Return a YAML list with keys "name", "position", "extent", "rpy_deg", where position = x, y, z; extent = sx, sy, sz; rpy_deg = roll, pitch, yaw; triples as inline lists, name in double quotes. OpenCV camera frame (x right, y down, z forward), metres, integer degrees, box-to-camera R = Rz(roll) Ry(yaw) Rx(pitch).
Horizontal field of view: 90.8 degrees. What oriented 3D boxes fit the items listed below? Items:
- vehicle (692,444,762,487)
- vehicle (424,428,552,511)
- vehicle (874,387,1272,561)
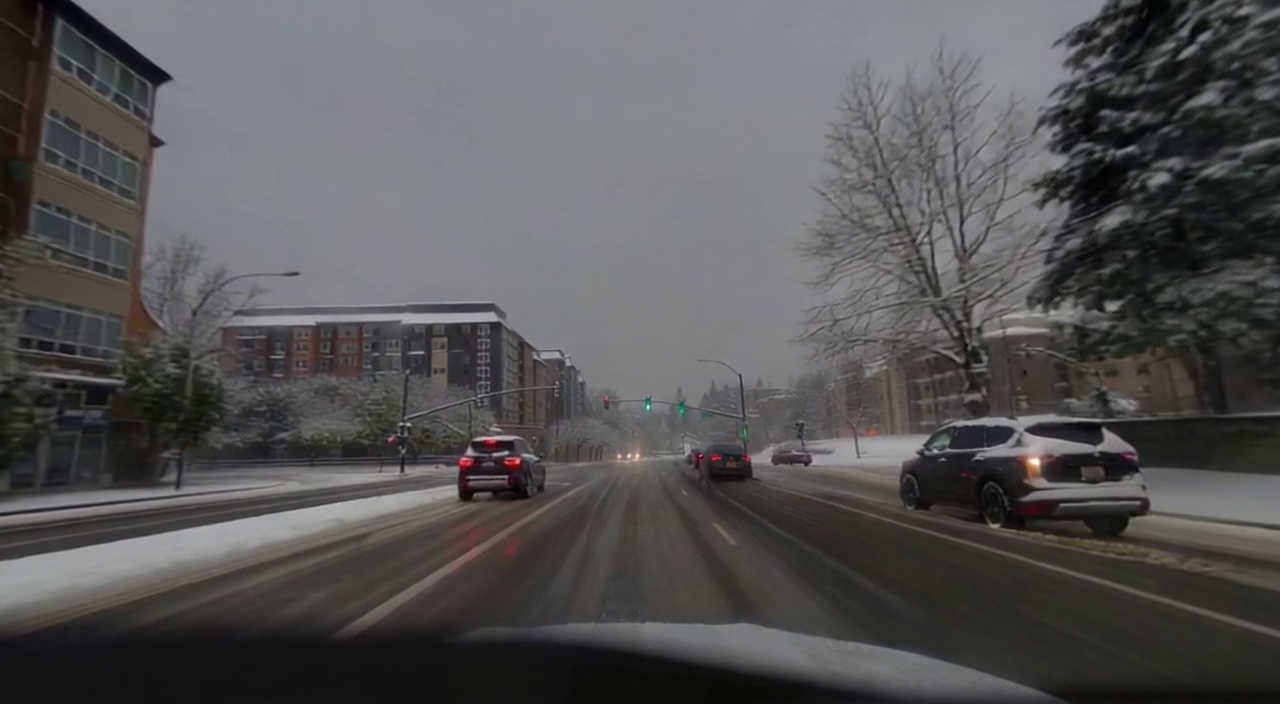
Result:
- name: "vehicle"
  position: [3.238, 4.353, 24.462]
  extent: [2.003, 1.480, 4.494]
  rpy_deg: [0, -9, -1]
- name: "vehicle"
  position: [-3.488, 2.793, 15.415]
  extent: [2.065, 1.716, 4.265]
  rpy_deg: [0, -9, -1]
- name: "vehicle"
  position: [6.118, 1.864, 10.307]
  extent: [2.427, 2.017, 5.763]
  rpy_deg: [0, -9, 1]
